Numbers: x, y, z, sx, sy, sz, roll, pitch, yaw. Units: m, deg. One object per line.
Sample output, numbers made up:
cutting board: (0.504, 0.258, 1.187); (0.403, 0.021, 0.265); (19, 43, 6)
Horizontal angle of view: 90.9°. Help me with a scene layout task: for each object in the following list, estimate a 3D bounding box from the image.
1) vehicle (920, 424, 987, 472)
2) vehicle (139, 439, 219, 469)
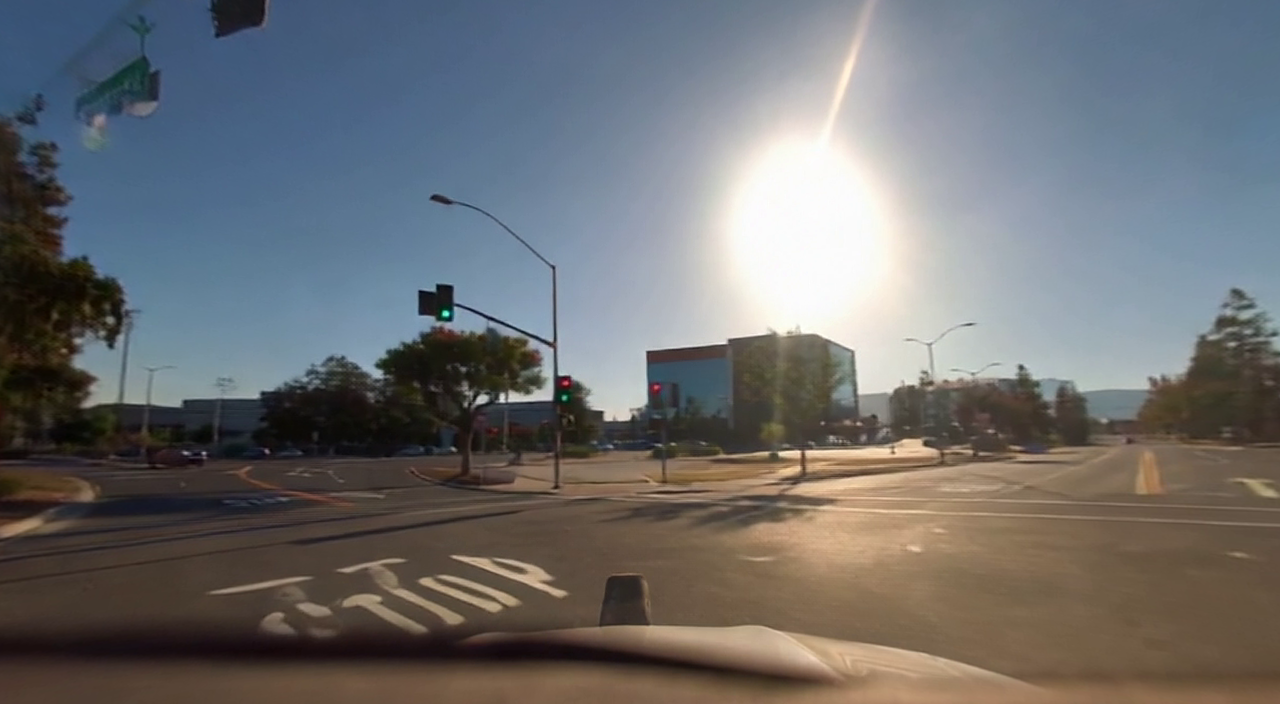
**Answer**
vehicle: (19.719, 6.013, 39.500); (2.324, 2.750, 5.997); (-8, -11, 38)
vehicle: (-31.781, 7.001, 43.389); (5.570, 1.923, 2.336); (-6, -11, 31)
